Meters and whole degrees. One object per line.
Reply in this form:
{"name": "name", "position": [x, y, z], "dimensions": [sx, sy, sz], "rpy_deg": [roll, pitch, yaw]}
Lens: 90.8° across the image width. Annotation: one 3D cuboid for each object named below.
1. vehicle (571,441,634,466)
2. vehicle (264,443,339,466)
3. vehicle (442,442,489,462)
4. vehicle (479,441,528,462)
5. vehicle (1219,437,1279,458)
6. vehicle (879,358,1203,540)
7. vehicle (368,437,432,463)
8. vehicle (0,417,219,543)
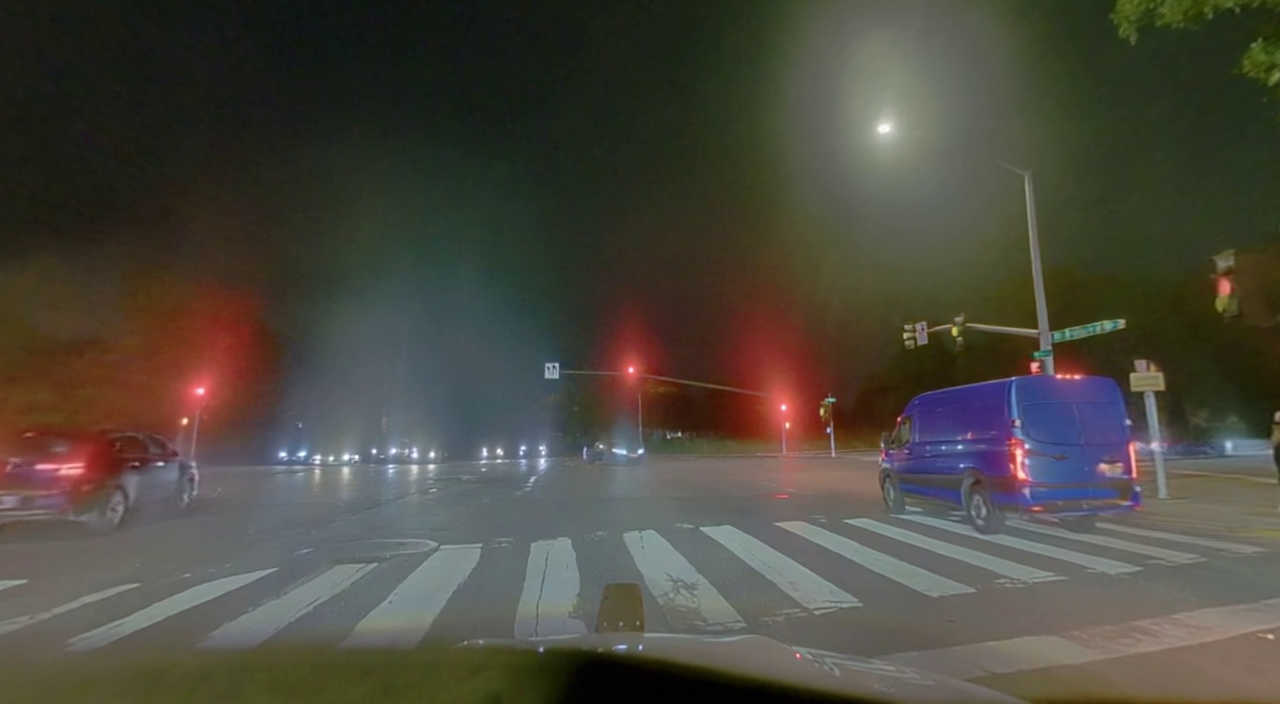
{"name": "vehicle", "position": [-2.265, 6.062, 37.850], "dimensions": [1.907, 1.409, 3.909], "rpy_deg": [6, -11, -37]}
{"name": "vehicle", "position": [-21.830, 6.643, 41.000], "dimensions": [1.859, 1.415, 4.591], "rpy_deg": [-1, -9, 8]}
{"name": "vehicle", "position": [-13.175, 7.590, 47.859], "dimensions": [1.845, 1.426, 4.289], "rpy_deg": [-1, -9, 8]}
{"name": "vehicle", "position": [-10.141, 7.466, 47.394], "dimensions": [2.097, 1.484, 4.596], "rpy_deg": [-1, -9, 8]}
{"name": "vehicle", "position": [43.795, 6.887, 45.433], "dimensions": [4.010, 1.452, 1.800], "rpy_deg": [4, -10, -28]}
{"name": "vehicle", "position": [6.565, 1.733, 11.486], "dimensions": [2.332, 2.511, 5.326], "rpy_deg": [0, -9, 0]}
{"name": "vehicle", "position": [-17.373, 7.144, 46.010], "dimensions": [2.189, 1.753, 4.785], "rpy_deg": [-1, -9, 8]}
{"name": "vehicle", "position": [-9.127, 2.037, 10.610], "dimensions": [2.115, 1.653, 4.553], "rpy_deg": [2, -9, -17]}
